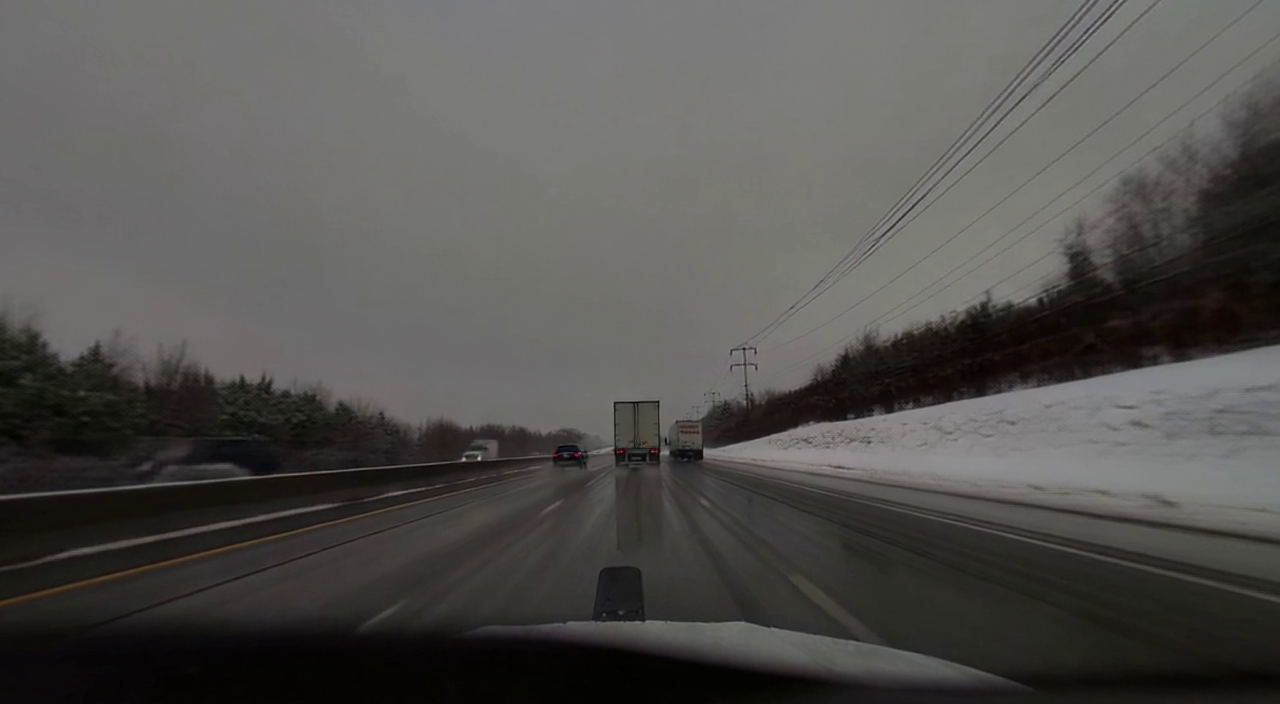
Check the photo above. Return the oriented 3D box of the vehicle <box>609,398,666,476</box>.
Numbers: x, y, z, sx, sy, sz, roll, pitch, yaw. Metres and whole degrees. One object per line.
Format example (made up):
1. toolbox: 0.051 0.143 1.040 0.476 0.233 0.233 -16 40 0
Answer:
1. vehicle: -0.065 5.273 38.362 2.985 4.025 10.982 0 -9 1

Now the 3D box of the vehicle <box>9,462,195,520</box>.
1. vehicle: -17.053 4.387 20.402 1.870 1.513 4.752 0 -9 -1

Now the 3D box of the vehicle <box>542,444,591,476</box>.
1. vehicle: -4.079 6.064 35.686 2.170 1.657 4.573 0 -9 1

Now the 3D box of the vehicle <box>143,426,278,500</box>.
1. vehicle: -17.230 4.470 25.681 2.348 2.689 4.216 0 -9 1
